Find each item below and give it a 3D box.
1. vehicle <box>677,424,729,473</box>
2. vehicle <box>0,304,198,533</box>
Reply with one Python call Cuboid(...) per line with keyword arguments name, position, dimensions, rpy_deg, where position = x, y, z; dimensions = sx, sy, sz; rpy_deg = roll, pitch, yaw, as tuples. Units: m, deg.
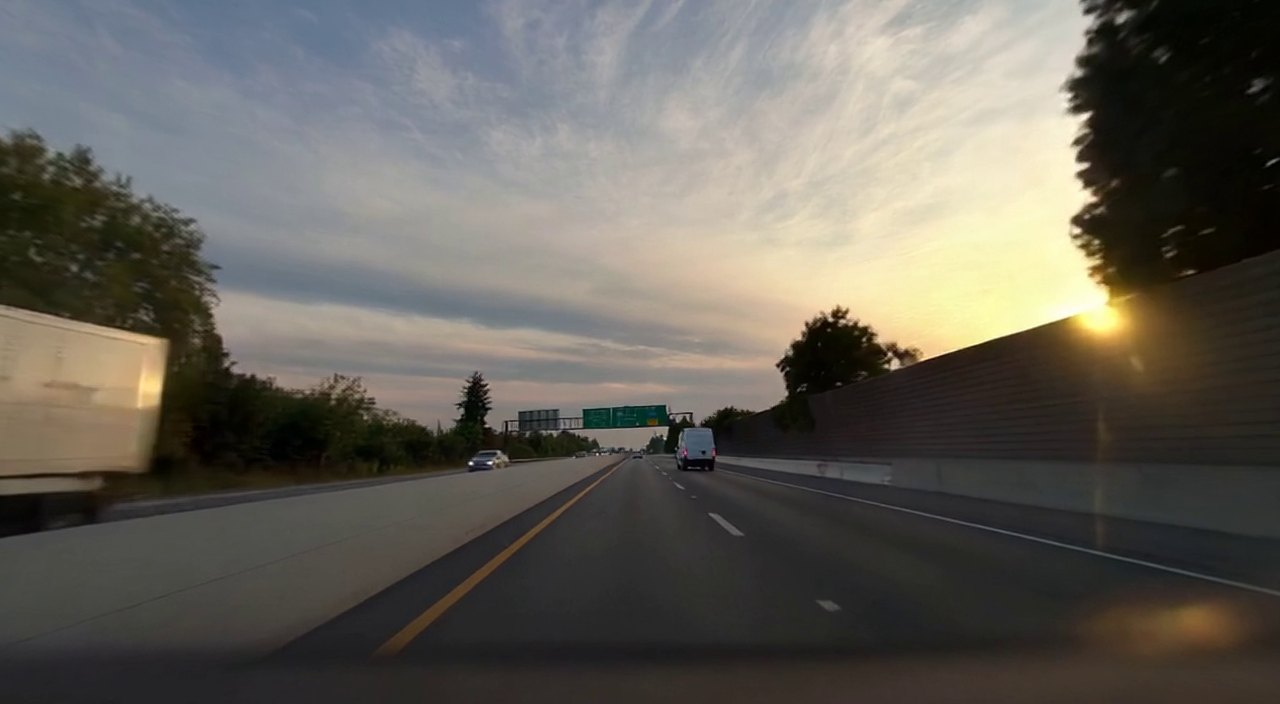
Cuboid(name="vehicle", position=(3.888, 6.127, 40.043), dimensions=(2.449, 2.805, 6.763), rpy_deg=(0, -9, -1))
Cuboid(name="vehicle", position=(-12.763, 0.856, 8.983), dimensions=(3.219, 3.940, 13.412), rpy_deg=(0, -9, 0))
